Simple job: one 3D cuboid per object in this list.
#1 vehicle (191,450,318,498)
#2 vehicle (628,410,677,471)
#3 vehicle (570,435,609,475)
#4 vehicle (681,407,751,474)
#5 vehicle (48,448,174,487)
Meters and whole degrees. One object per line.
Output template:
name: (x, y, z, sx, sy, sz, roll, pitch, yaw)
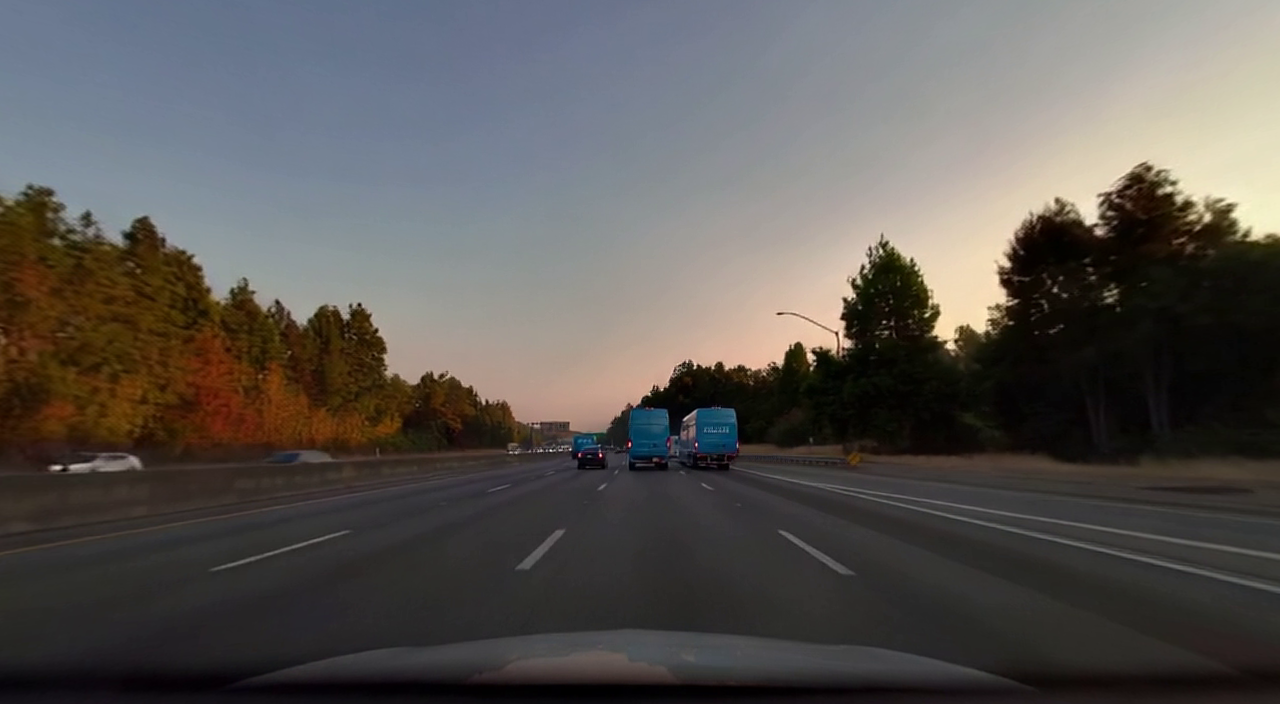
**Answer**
vehicle: (-12.894, 4.067, 21.397, 1.808, 1.441, 3.831, 0, -9, 1)
vehicle: (0.774, 6.666, 47.034, 3.201, 4.019, 10.918, 0, -9, 0)
vehicle: (-2.890, 5.986, 36.749, 2.033, 2.234, 3.490, 0, -9, 0)
vehicle: (5.204, 6.601, 46.392, 3.319, 4.075, 14.516, 0, -9, 0)
vehicle: (-23.512, 5.136, 28.281, 1.920, 1.591, 4.250, 0, -9, 0)
